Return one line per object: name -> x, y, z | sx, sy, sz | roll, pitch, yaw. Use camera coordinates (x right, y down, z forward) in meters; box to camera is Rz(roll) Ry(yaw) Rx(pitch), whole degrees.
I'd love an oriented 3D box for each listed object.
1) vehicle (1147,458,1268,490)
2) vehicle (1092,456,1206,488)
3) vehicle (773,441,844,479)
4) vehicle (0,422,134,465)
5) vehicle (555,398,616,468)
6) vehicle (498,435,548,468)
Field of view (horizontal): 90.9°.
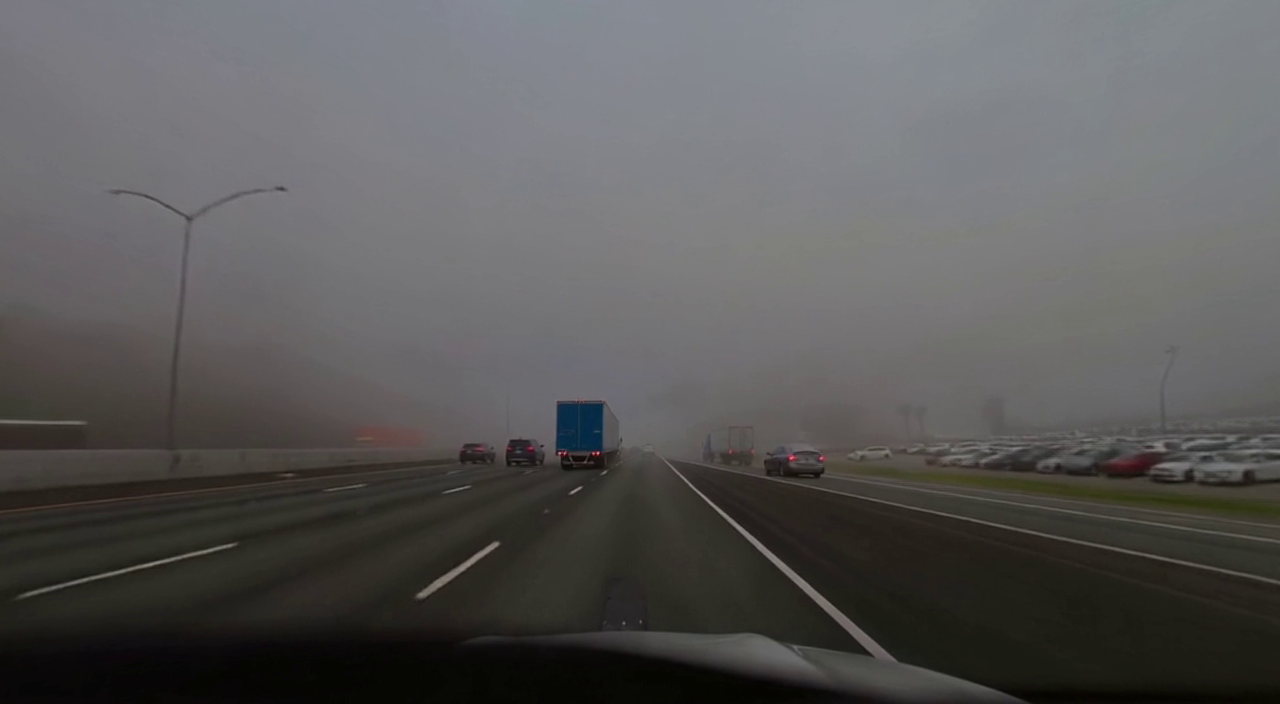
vehicle -> 28.339, 6.094, 31.601 | 4.298, 1.453, 1.877 | 0, -8, -2
vehicle -> 27.934, 6.558, 34.684 | 4.569, 1.449, 2.013 | -2, -8, -3
vehicle -> 8.262, 5.324, 31.364 | 2.083, 1.706, 4.129 | 1, -8, -5
vehicle -> -36.666, 5.800, 40.071 | 2.598, 2.463, 7.577 | 0, -8, 1
vehicle -> -3.359, 5.599, 42.772 | 2.905, 4.037, 12.921 | 0, -8, 1
vehicle -> -6.915, 5.940, 37.870 | 2.058, 1.840, 4.443 | 0, -8, 1
